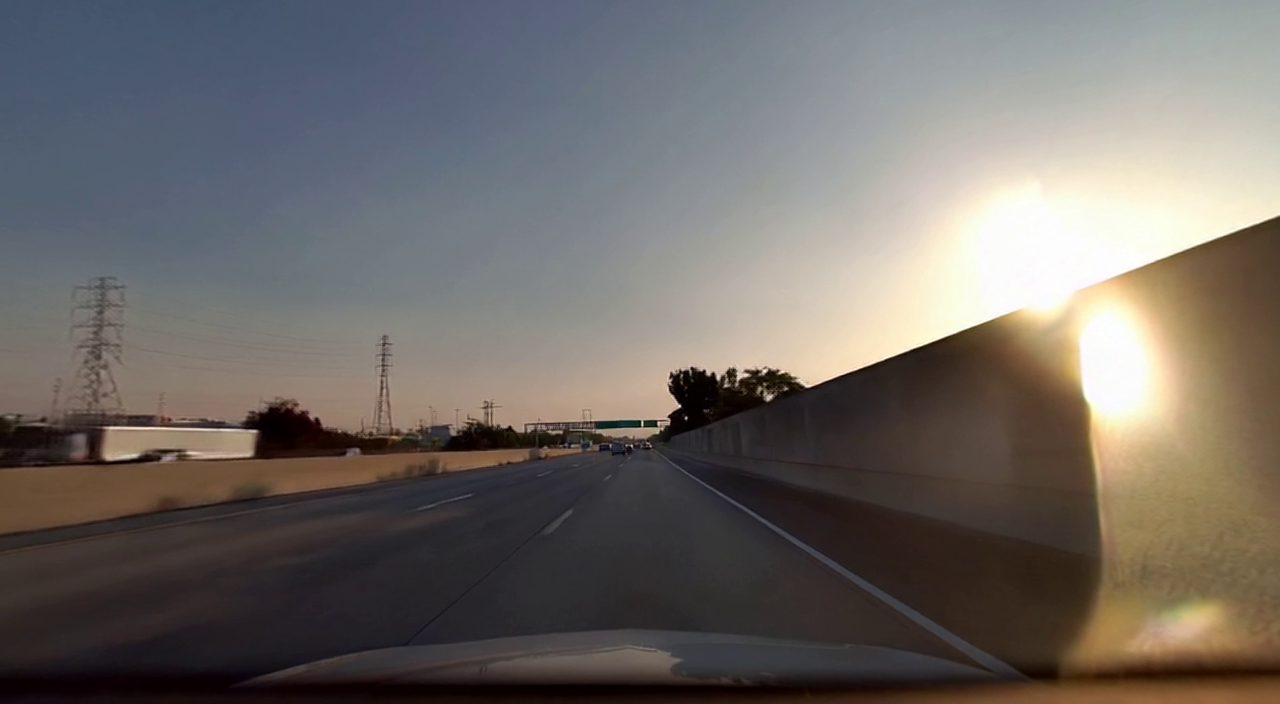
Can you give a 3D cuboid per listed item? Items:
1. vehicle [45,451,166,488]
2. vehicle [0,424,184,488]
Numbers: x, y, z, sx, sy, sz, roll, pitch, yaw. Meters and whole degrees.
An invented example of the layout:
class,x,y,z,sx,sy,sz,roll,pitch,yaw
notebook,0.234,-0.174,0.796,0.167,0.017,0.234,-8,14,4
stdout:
class,x,y,z,sx,sy,sz,roll,pitch,yaw
vehicle,-28.247,6.171,33.606,1.998,1.732,4.972,0,-8,1
vehicle,-35.985,6.816,42.030,2.927,3.688,10.875,0,-8,1
